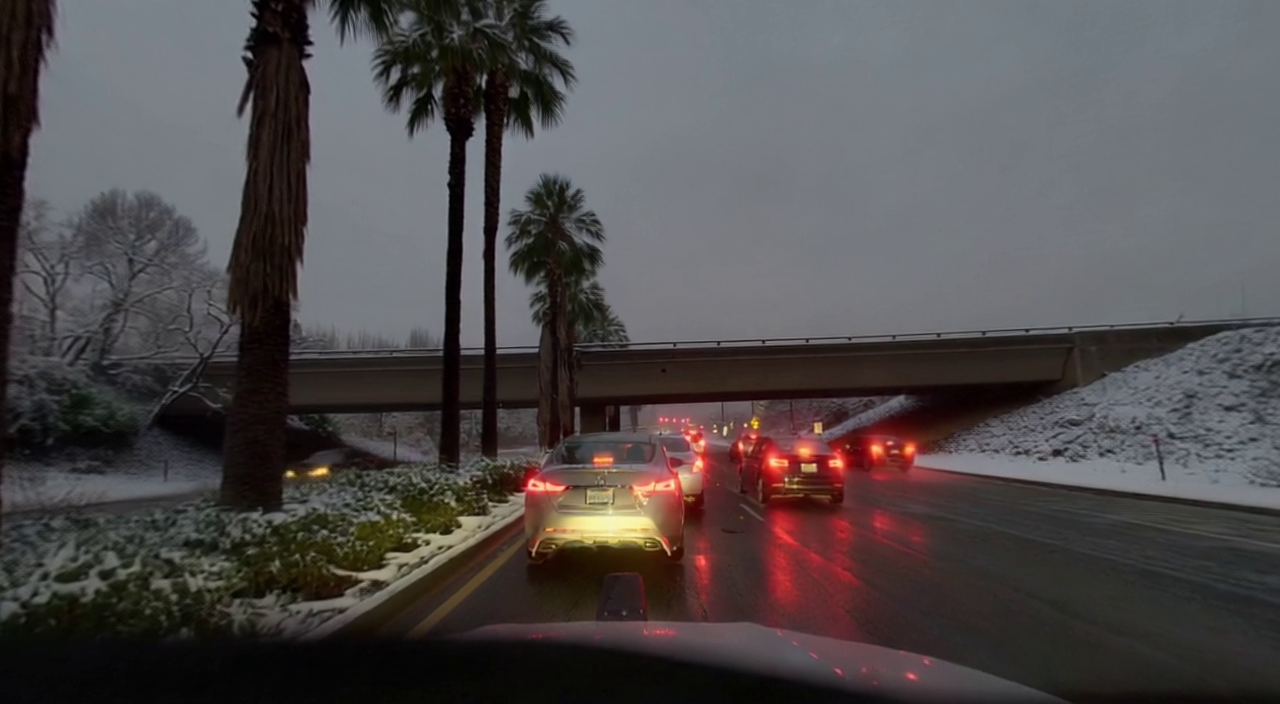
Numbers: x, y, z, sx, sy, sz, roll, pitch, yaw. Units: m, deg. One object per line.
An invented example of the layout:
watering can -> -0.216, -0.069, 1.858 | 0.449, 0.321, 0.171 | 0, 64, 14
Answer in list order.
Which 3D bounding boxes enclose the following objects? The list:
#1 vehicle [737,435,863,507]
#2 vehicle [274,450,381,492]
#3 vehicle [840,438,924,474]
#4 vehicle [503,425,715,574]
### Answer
vehicle -> 3.817, 2.928, 15.975 | 2.034, 1.517, 4.840 | 0, -8, 1
vehicle -> -12.295, 4.670, 25.064 | 1.933, 1.486, 4.449 | 0, -8, 0
vehicle -> 10.855, 4.698, 28.524 | 2.100, 1.469, 4.772 | 0, -9, 3
vehicle -> -0.254, 1.819, 8.521 | 2.172, 1.506, 4.018 | 0, -8, 2
